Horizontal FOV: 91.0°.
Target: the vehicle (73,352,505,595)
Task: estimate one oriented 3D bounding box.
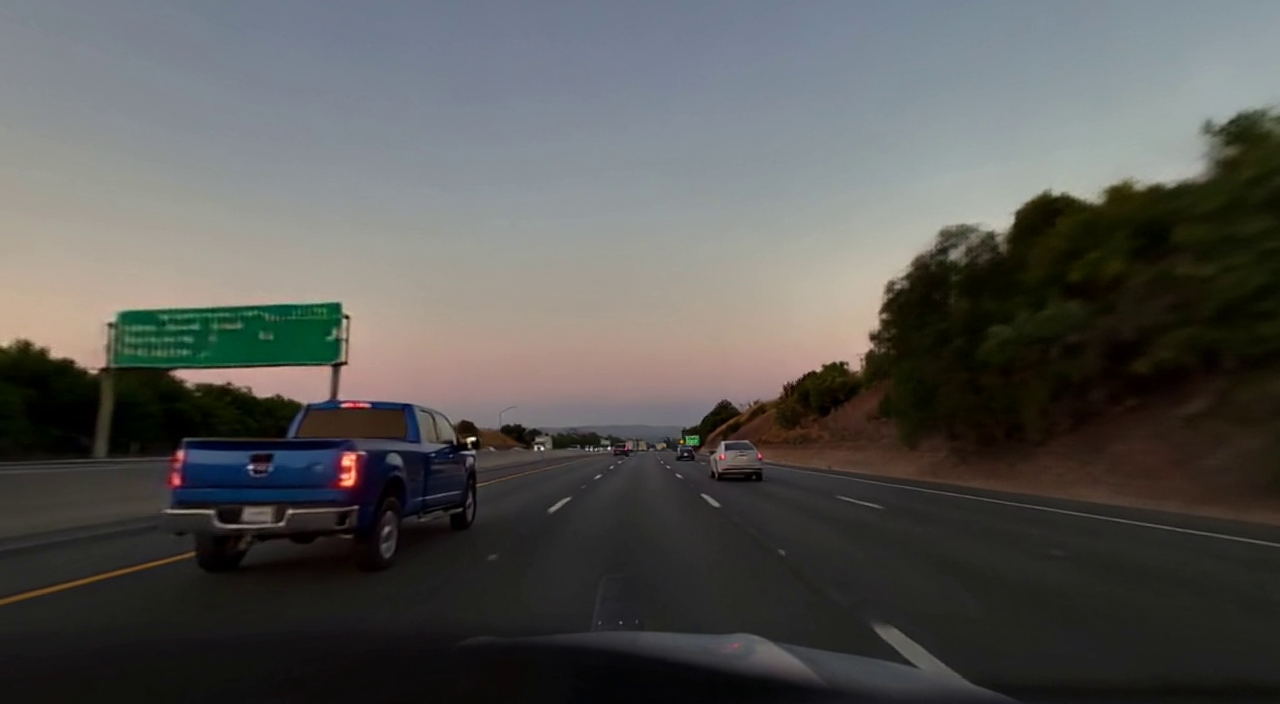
[{"bbox_3d":[-3.861,1.569,8.952,2.496,2.203,6.317,0,-9,0],"label":"vehicle"}]

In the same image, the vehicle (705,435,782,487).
[{"bbox_3d":[3.614,3.907,22.861,2.095,1.668,4.135,0,-9,0],"label":"vehicle"}]
